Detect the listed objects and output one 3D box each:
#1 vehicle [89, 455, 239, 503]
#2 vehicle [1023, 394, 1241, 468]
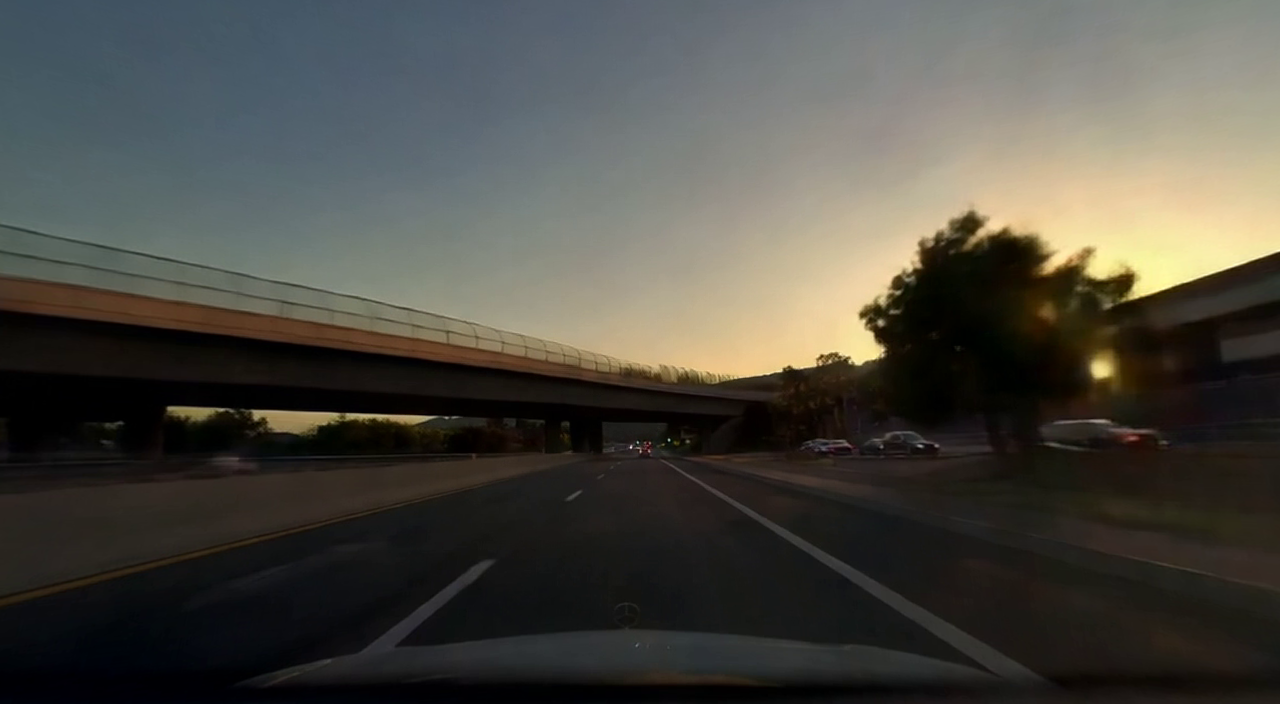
[{"bbox_3d":[-16.839,4.470,22.677,1.829,1.490,4.559,0,-9,0],"label":"vehicle"},{"bbox_3d":[30.679,5.336,40.962,2.942,3.946,14.093,0,-9,1],"label":"vehicle"}]
